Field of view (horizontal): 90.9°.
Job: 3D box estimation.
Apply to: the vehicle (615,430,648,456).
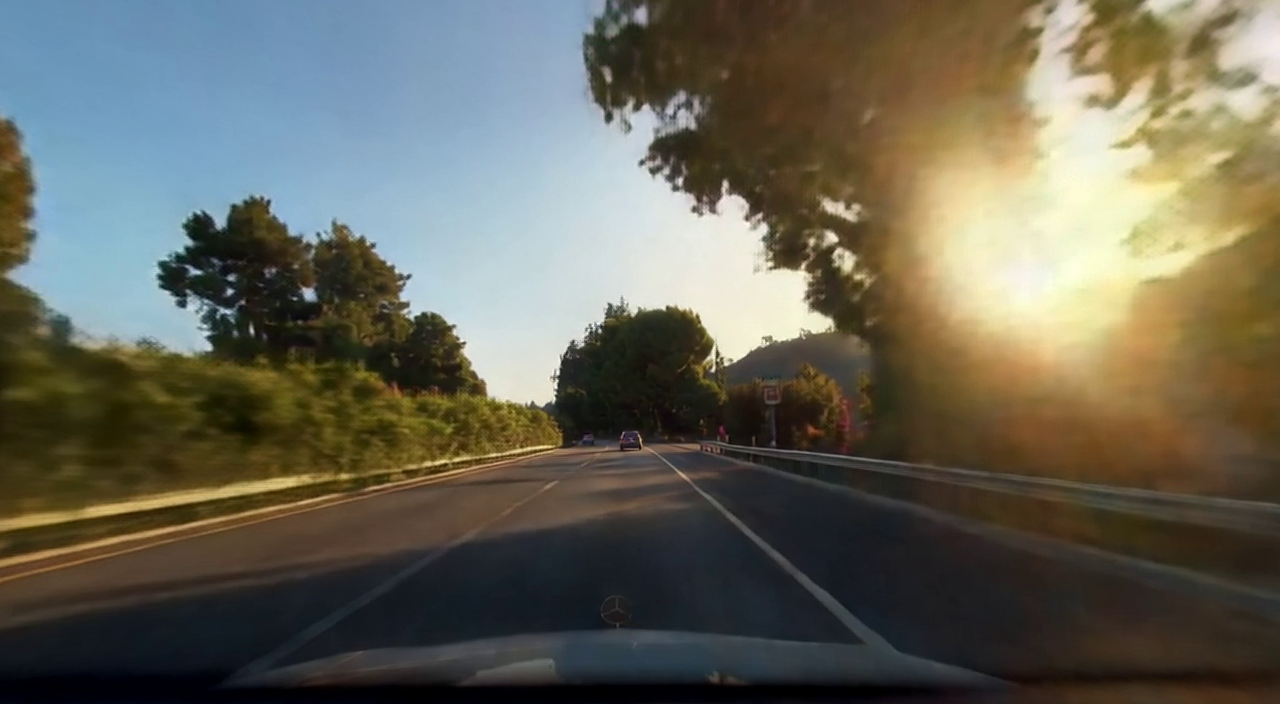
[{"bbox_3d":[-0.555,5.844,40.644,2.041,1.618,3.898,0,-8,-1],"label":"vehicle"}]
